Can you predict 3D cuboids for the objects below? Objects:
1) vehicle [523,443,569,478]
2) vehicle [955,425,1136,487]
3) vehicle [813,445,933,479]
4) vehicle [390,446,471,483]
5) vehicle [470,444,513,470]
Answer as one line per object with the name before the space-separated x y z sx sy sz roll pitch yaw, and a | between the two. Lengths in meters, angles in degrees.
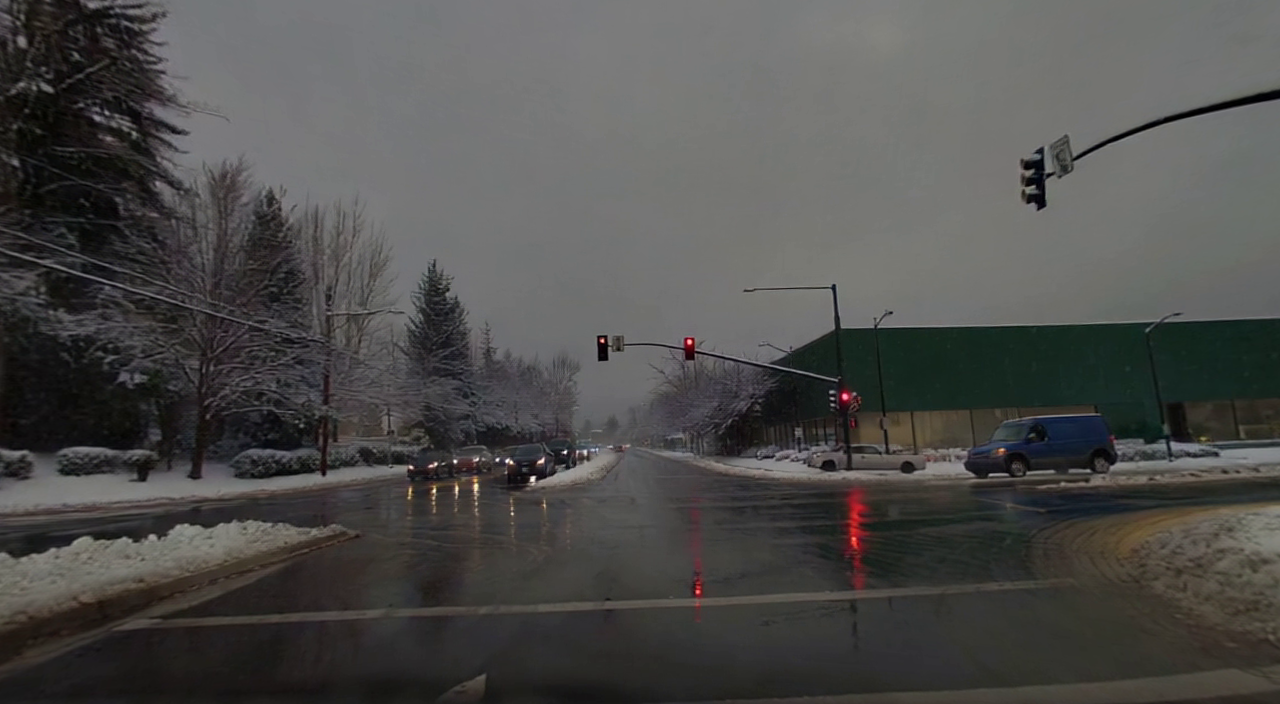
vehicle | -4.181 4.742 27.963 1.846 1.416 4.228 1 -9 -9
vehicle | 14.829 3.769 23.133 5.910 2.046 2.228 3 -9 -19
vehicle | 10.429 4.965 28.654 4.828 1.453 1.919 -2 -9 11
vehicle | -8.982 4.834 27.497 2.024 1.460 4.381 0 -9 0
vehicle | -9.017 6.385 38.709 1.779 1.460 4.463 0 -9 -3
